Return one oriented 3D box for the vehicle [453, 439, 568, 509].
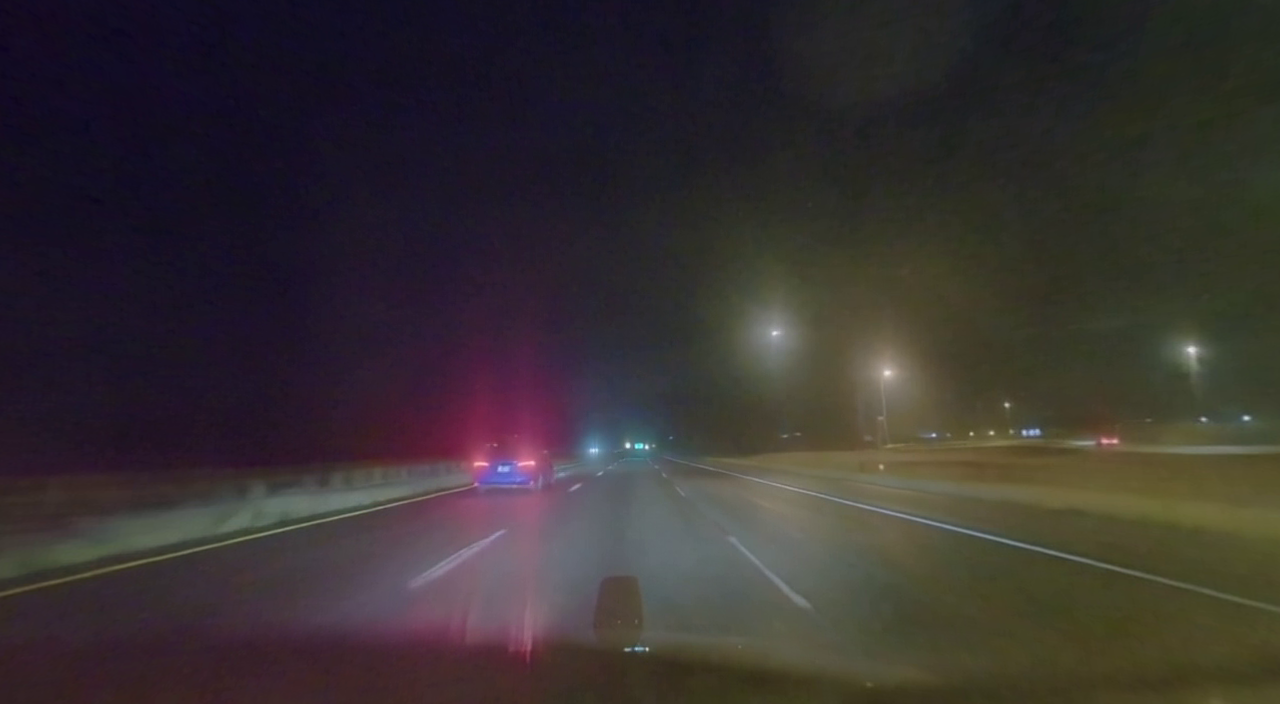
[{"bbox_3d":[-3.254,3.169,16.826,2.069,1.573,4.589,0,-9,1],"label":"vehicle"}]
